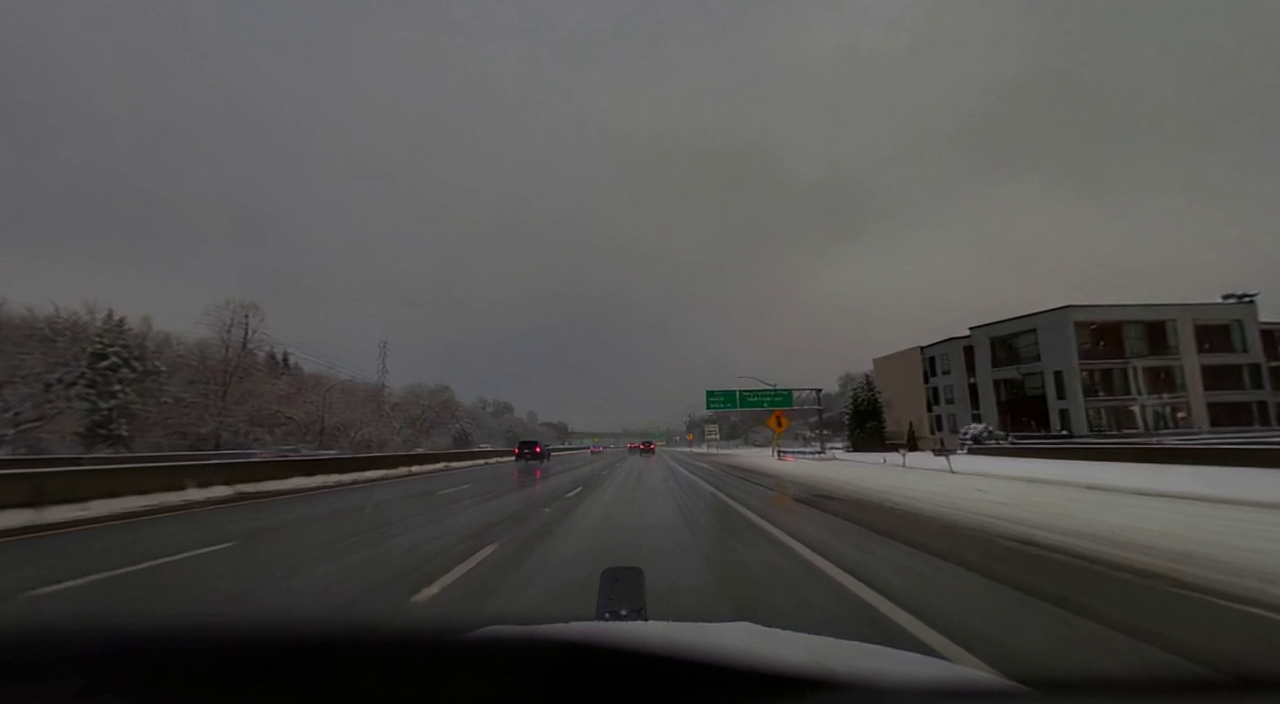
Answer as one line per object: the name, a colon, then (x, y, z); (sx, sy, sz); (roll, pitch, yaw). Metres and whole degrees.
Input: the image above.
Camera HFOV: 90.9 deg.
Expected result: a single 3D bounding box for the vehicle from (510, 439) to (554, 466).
vehicle: (-7.244, 6.788, 42.772); (2.088, 1.678, 4.426); (0, -8, 1)
